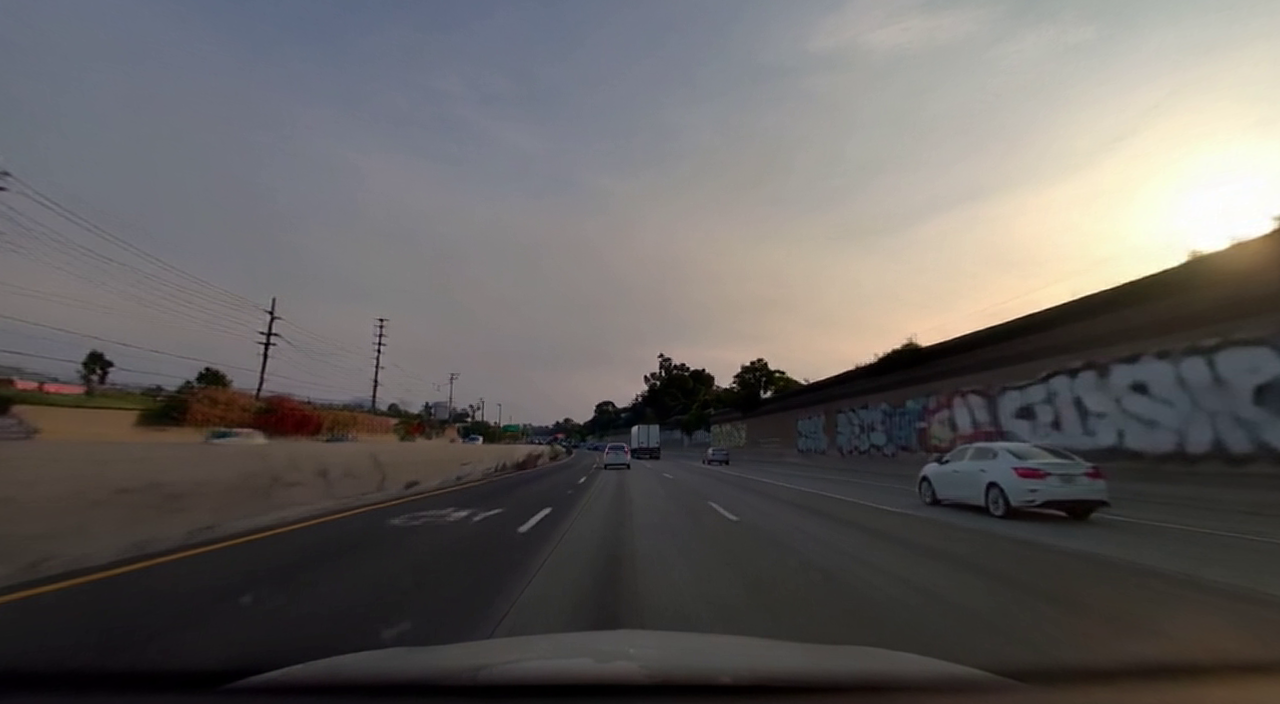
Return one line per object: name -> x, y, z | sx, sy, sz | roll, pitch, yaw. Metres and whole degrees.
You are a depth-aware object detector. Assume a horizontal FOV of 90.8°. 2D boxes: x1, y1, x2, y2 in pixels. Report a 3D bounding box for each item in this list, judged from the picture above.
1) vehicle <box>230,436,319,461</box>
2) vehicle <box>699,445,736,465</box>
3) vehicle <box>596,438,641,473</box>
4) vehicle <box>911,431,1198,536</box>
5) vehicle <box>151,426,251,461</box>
vehicle -> -17.803, 4.731, 31.009 | 1.812, 1.123, 4.446 | 0, -9, -1
vehicle -> 5.964, 8.004, 49.345 | 2.018, 1.451, 4.762 | 1, -9, -4
vehicle -> -1.122, 5.380, 33.007 | 2.191, 1.685, 3.353 | 0, -9, -2
vehicle -> 7.071, 2.276, 11.602 | 2.032, 1.525, 4.631 | 0, -9, -1
vehicle -> -21.353, 4.498, 30.947 | 1.878, 1.566, 4.240 | 0, -9, -1
